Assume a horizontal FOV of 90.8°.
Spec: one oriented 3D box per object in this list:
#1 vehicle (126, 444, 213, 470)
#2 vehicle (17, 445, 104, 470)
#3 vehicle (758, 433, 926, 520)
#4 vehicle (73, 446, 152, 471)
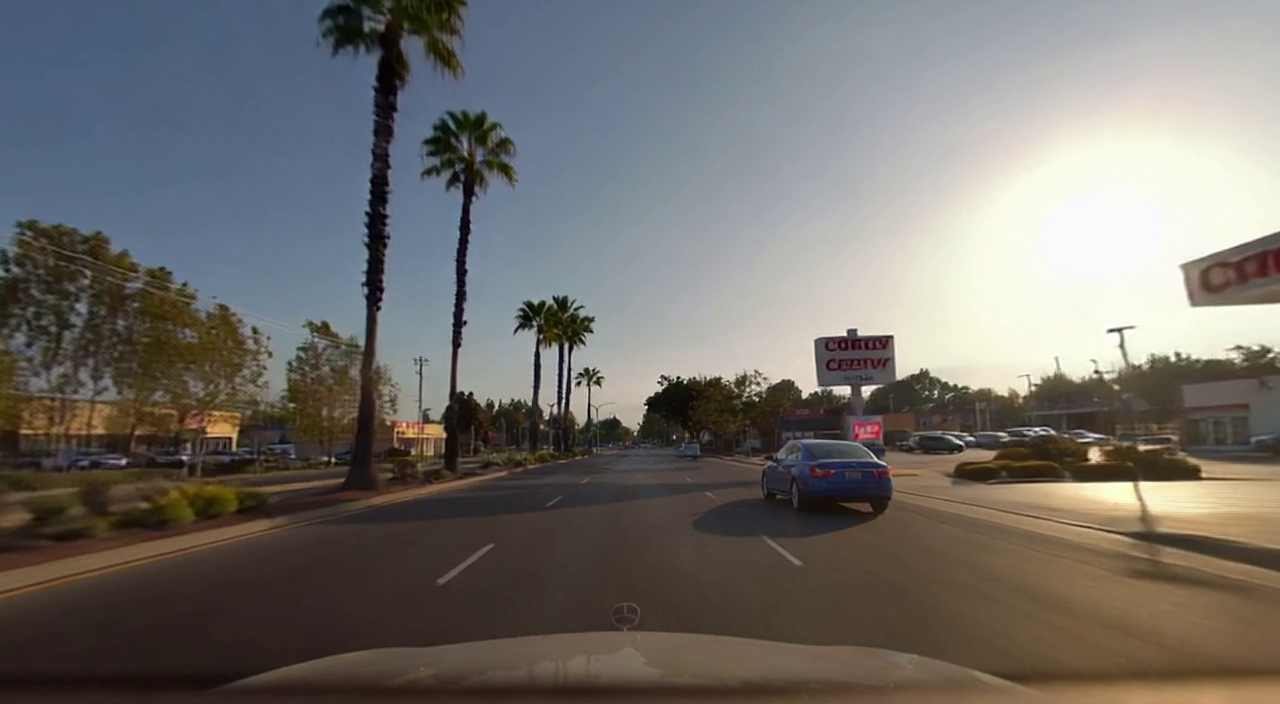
[{"bbox_3d":[-33.343,7.441,44.975,2.347,1.610,4.867,-1,-7,1],"label":"vehicle"},{"bbox_3d":[-40.971,7.479,44.823,1.943,1.625,4.413,-1,-9,0],"label":"vehicle"},{"bbox_3d":[3.823,2.404,12.851,1.978,1.442,4.262,0,-8,0],"label":"vehicle"},{"bbox_3d":[-37.379,7.539,44.920,2.052,1.645,4.225,0,-9,-2],"label":"vehicle"}]
